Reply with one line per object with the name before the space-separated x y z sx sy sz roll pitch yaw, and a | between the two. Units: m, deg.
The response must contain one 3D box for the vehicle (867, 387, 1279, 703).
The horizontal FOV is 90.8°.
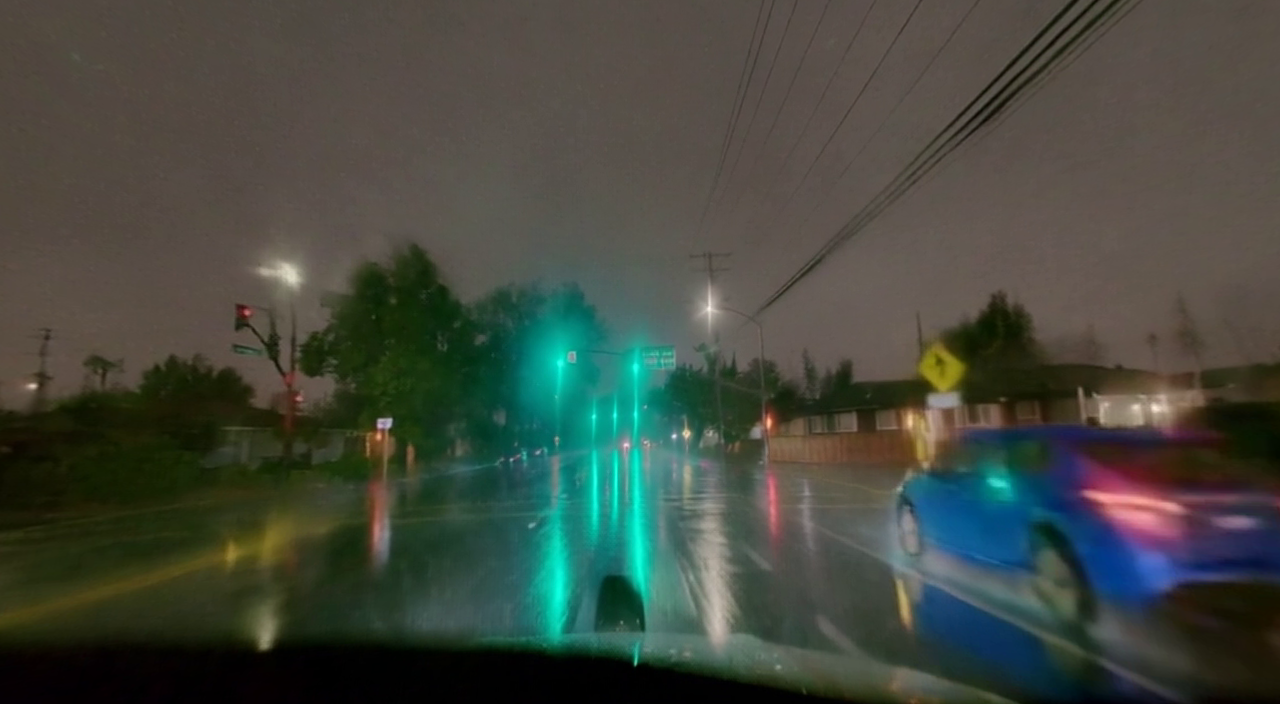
vehicle | 3.788 1.337 5.506 1.900 1.661 4.346 1 -8 -1
